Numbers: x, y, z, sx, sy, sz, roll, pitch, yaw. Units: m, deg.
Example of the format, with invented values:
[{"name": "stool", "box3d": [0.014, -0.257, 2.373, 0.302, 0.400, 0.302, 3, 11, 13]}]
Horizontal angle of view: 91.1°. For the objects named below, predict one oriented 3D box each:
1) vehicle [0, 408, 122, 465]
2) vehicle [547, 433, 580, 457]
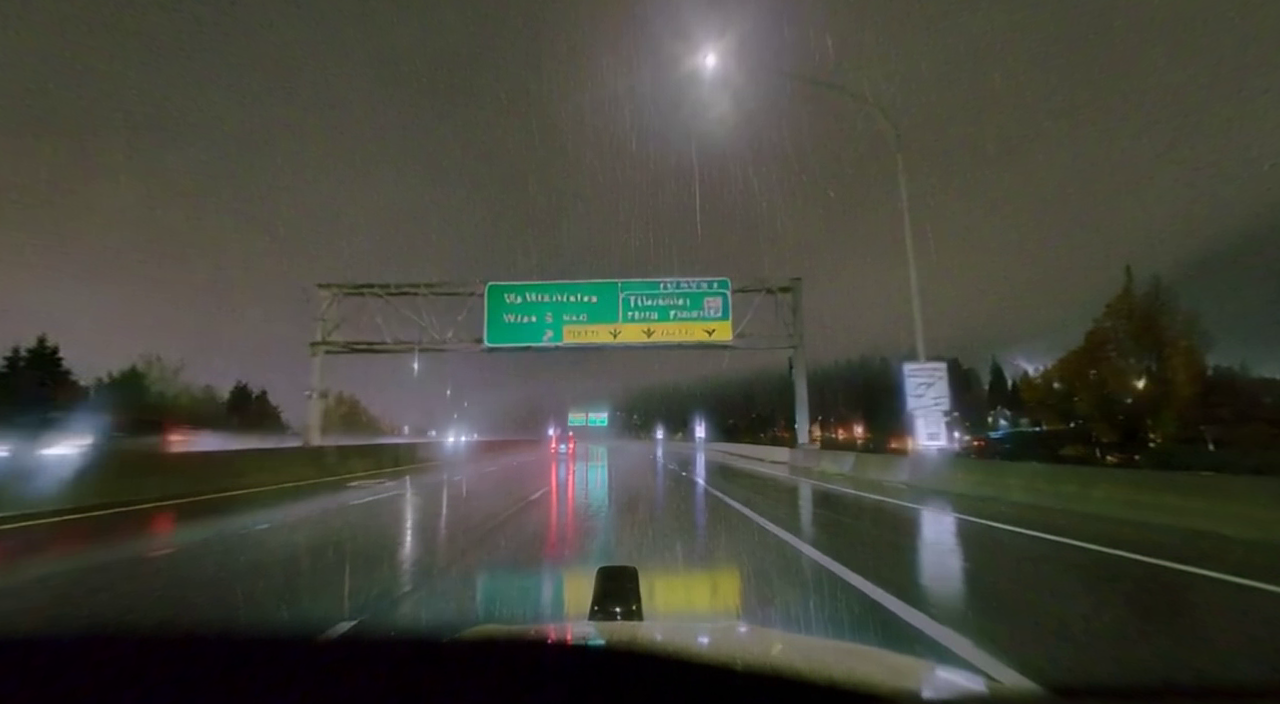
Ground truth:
[{"name": "vehicle", "box3d": [-19.972, 2.817, 20.798, 1.916, 1.687, 4.367, 0, -8, -1]}, {"name": "vehicle", "box3d": [-5.253, 6.431, 43.429, 1.878, 1.548, 3.966, 0, -8, -1]}]
